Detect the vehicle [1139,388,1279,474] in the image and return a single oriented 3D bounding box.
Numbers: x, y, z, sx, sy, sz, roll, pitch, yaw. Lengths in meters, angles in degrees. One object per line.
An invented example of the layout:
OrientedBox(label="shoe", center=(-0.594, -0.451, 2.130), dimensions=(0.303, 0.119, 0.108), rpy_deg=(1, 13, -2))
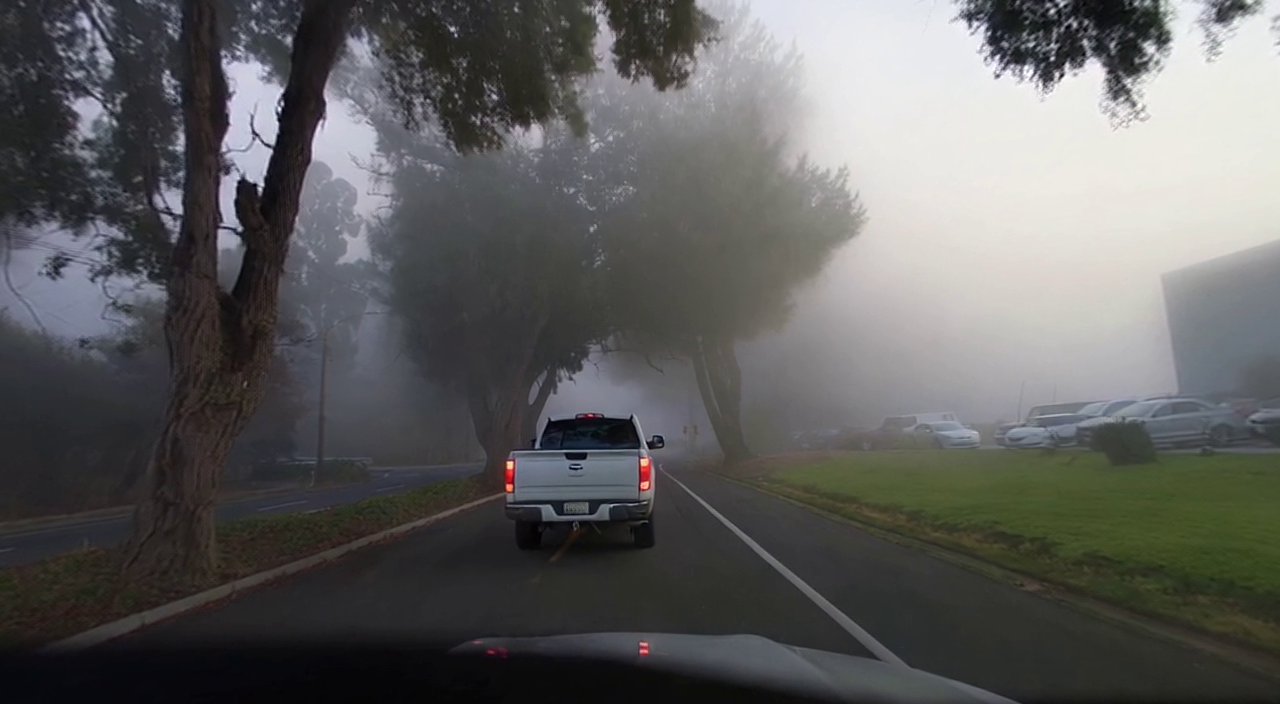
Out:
OrientedBox(label="vehicle", center=(11.881, 1.390, 11.224), dimensions=(4.298, 1.392, 1.944), rpy_deg=(-1, -8, 2))

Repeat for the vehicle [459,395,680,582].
OrientedBox(label="vehicle", center=(-0.629, 1.707, 8.769), dimensions=(2.157, 1.816, 5.039), rpy_deg=(0, -8, 1))
